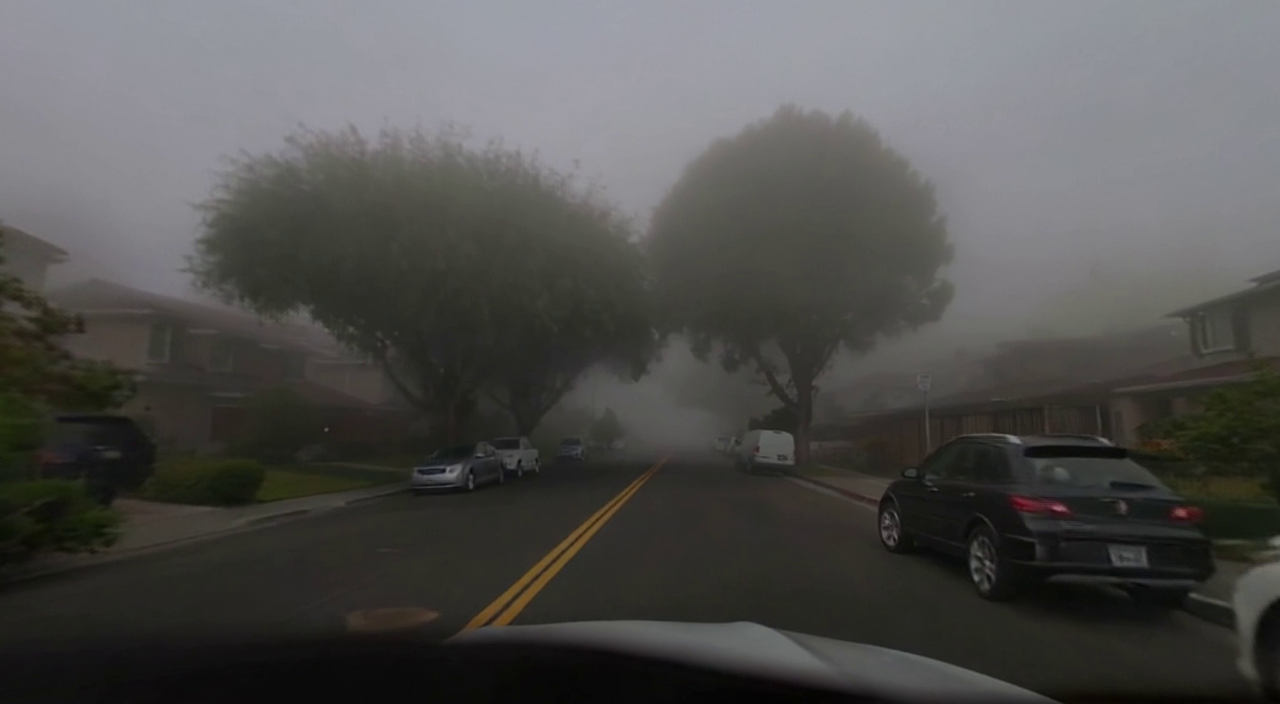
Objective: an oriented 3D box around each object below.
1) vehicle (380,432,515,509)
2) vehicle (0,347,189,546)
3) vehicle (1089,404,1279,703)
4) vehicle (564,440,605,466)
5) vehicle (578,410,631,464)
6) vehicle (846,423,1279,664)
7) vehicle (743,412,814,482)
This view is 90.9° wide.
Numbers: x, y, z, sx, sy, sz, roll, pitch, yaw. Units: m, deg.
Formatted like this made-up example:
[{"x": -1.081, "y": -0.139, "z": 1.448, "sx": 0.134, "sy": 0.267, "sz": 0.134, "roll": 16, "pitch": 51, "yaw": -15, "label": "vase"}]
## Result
[{"x": -4.915, "y": 3.033, "z": 16.836, "sx": 1.901, "sy": 1.472, "sz": 4.676, "roll": -4, "pitch": -5, "yaw": 3, "label": "vehicle"}, {"x": -9.851, "y": 1.290, "z": 8.846, "sx": 5.210, "sy": 2.370, "sz": 2.336, "roll": 0, "pitch": -8, "yaw": 2, "label": "vehicle"}, {"x": 3.358, "y": 0.768, "z": 1.112, "sx": 1.969, "sy": 1.478, "sz": 4.632, "roll": -1, "pitch": -8, "yaw": 4, "label": "vehicle"}, {"x": -3.304, "y": 6.098, "z": 38.233, "sx": 1.921, "sy": 1.470, "sz": 4.068, "roll": -1, "pitch": -8, "yaw": 3, "label": "vehicle"}, {"x": -2.468, "y": 6.318, "z": 47.006, "sx": 2.896, "sy": 3.648, "sz": 8.004, "roll": -1, "pitch": -8, "yaw": 5, "label": "vehicle"}, {"x": 3.611, "y": 1.509, "z": 6.337, "sx": 1.916, "sy": 1.484, "sz": 4.638, "roll": -1, "pitch": -8, "yaw": 6, "label": "vehicle"}, {"x": 5.473, "y": 3.813, "z": 25.558, "sx": 2.215, "sy": 2.542, "sz": 4.550, "roll": -1, "pitch": -8, "yaw": 6, "label": "vehicle"}]
